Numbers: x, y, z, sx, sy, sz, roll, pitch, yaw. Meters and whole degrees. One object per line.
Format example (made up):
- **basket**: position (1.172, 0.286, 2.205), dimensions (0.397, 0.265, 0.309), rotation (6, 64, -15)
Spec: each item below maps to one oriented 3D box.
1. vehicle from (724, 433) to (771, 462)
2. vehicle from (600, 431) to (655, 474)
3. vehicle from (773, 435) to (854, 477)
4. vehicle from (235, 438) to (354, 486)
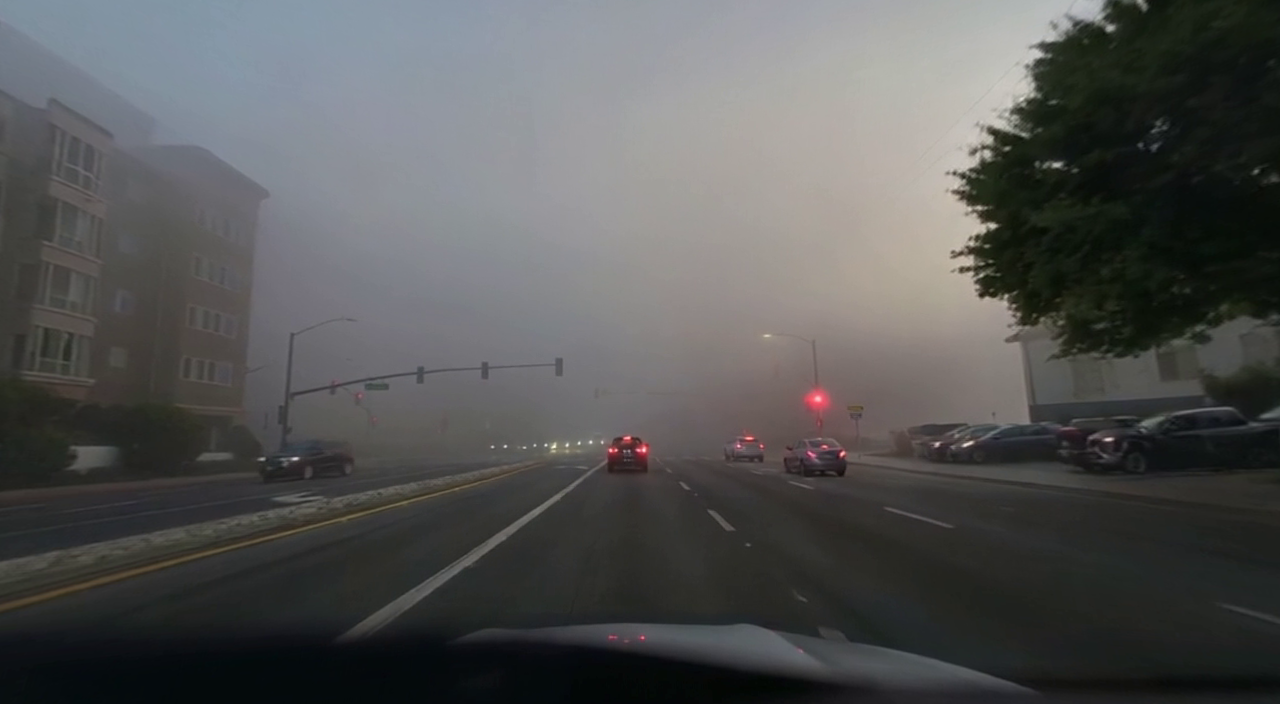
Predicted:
- **vehicle**: position (6.293, 5.676, 37.539), dimensions (1.963, 1.611, 4.359), rotation (0, -9, -1)
- **vehicle**: position (-0.461, 4.028, 25.467), dimensions (2.032, 1.593, 3.896), rotation (0, -9, 0)
- **vehicle**: position (6.312, 3.846, 23.499), dimensions (1.768, 1.417, 4.213), rotation (0, -9, -1)
- **vehicle**: position (-13.508, 4.311, 25.049), dimensions (1.858, 1.686, 4.330), rotation (-1, -9, 7)
